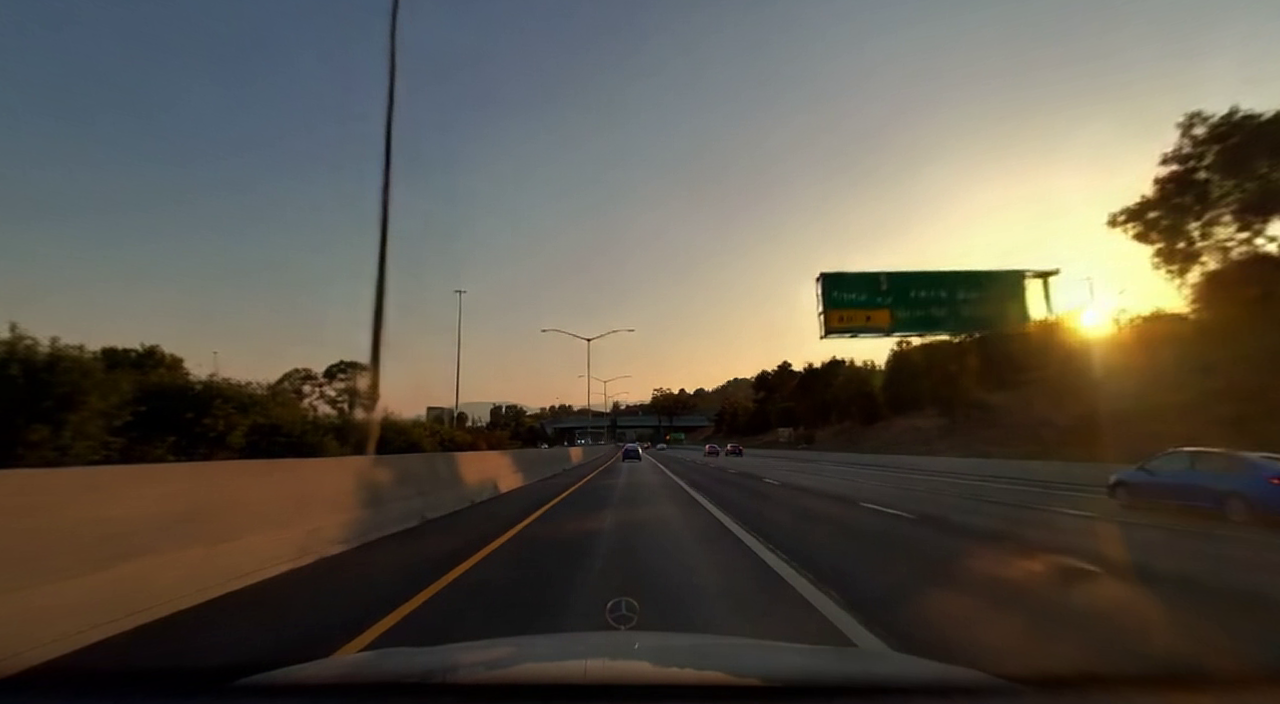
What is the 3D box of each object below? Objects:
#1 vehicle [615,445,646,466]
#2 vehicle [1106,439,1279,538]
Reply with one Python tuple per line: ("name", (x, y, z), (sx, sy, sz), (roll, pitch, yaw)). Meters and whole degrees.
("vehicle", (-0.607, 7.007, 42.855), (2.004, 1.259, 3.781), (0, -8, 0))
("vehicle", (10.719, 2.234, 10.701), (2.024, 1.481, 4.747), (0, -8, 0))
